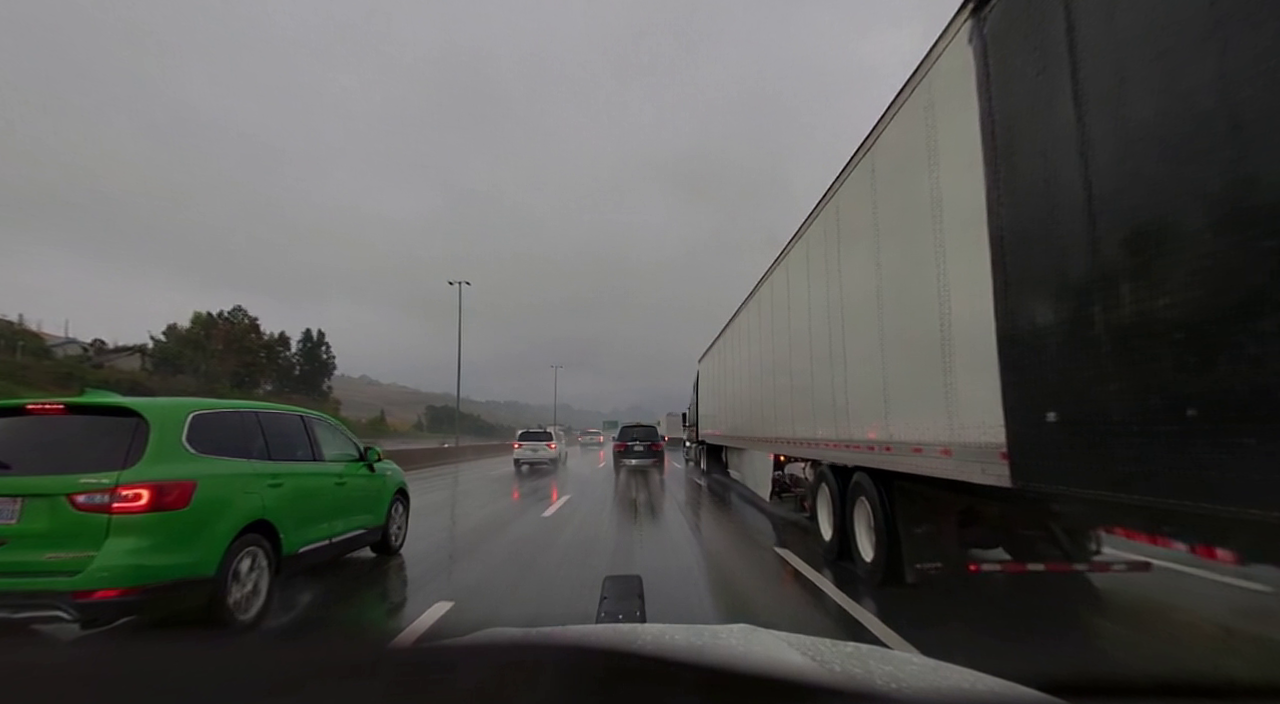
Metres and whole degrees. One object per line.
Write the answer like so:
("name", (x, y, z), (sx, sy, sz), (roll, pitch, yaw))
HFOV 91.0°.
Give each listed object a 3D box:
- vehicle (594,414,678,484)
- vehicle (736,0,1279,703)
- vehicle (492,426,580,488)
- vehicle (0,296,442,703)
("vehicle", (-0.143, 3.551, 23.183), (2.704, 2.216, 5.804), (0, -8, 0))
("vehicle", (3.596, 0.105, 5.939), (2.852, 4.121, 16.210), (0, -8, 0))
("vehicle", (-3.315, 3.477, 21.088), (2.120, 1.812, 4.659), (0, -8, 1))
("vehicle", (-3.306, 1.055, 4.447), (2.193, 1.803, 4.958), (0, -8, 0))
